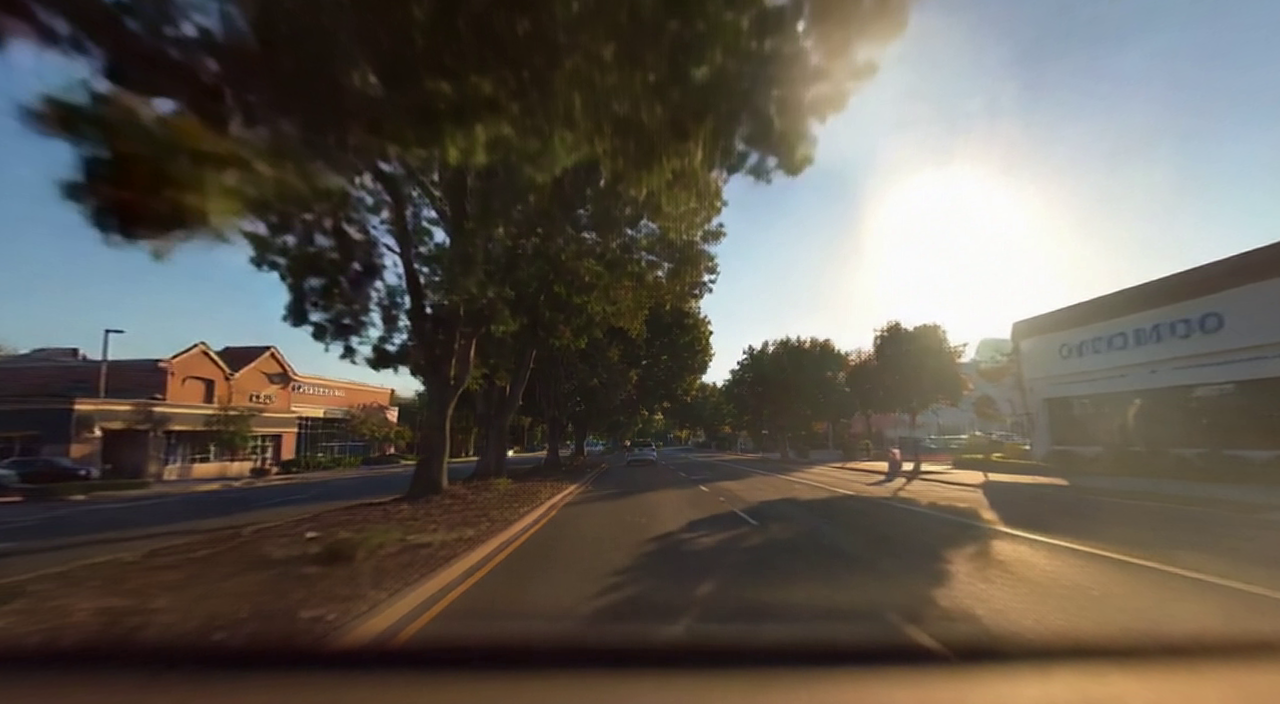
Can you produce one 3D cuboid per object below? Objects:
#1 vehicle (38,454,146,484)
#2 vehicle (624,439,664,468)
[{"bbox_3d":[-31.099,6.632,35.948,1.873,1.513,5.019,-3,-9,-3],"label":"vehicle"},{"bbox_3d":[0.166,5.428,33.733,1.998,1.452,3.773,0,-8,-1],"label":"vehicle"}]
